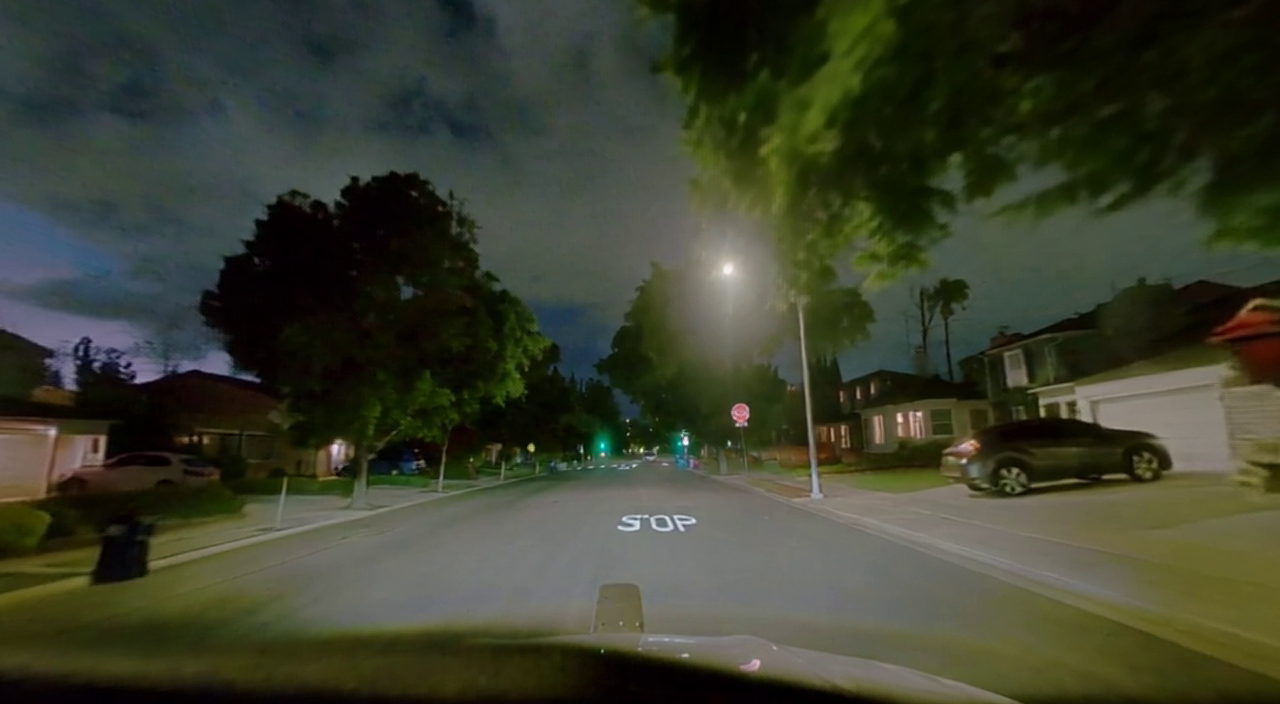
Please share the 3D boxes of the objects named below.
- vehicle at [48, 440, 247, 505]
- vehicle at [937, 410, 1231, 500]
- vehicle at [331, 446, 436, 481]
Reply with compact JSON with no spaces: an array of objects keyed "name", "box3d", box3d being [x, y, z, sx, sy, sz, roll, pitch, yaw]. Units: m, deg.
[{"name":"vehicle","box3d":[-14.588,3.544,18.861,4.493,1.776,1.997,-1,-9,9]},{"name":"vehicle","box3d":[9.878,2.325,14.367,5.234,1.868,2.014,1,-9,-4]},{"name":"vehicle","box3d":[-13.938,6.086,34.629,4.809,1.865,2.093,0,-9,-2]}]
